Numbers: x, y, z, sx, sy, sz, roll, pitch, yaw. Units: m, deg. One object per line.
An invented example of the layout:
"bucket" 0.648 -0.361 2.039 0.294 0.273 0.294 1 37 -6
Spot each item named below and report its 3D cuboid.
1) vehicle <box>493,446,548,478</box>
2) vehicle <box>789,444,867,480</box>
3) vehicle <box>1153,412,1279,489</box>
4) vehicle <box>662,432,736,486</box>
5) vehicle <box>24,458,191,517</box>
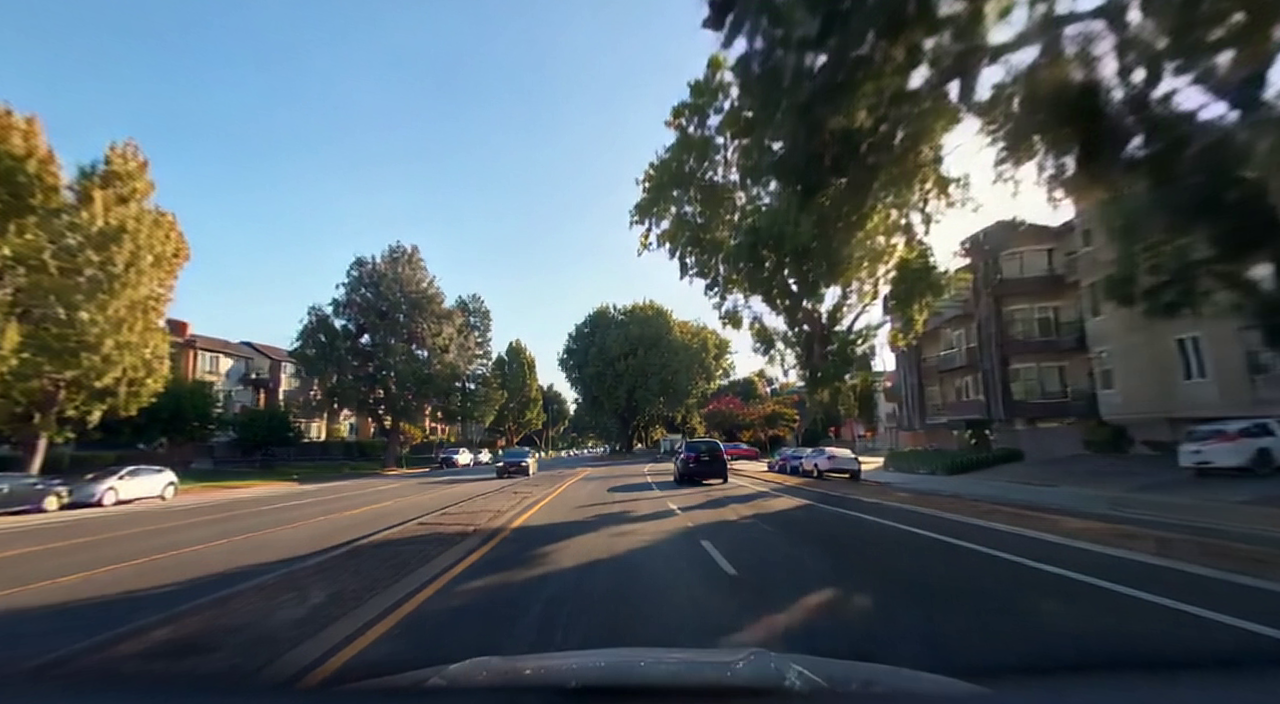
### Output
"vehicle" -5.886 5.448 31.624 1.958 1.501 4.294 0 -8 -1
"vehicle" 8.493 4.993 29.041 1.996 1.474 4.771 0 -8 -2
"vehicle" 16.251 2.415 15.628 5.007 1.793 2.031 -2 -9 12
"vehicle" 2.006 3.824 22.898 2.085 1.763 4.490 0 -8 -2
"vehicle" -18.316 4.627 22.078 1.937 1.612 4.515 -1 -7 -1
